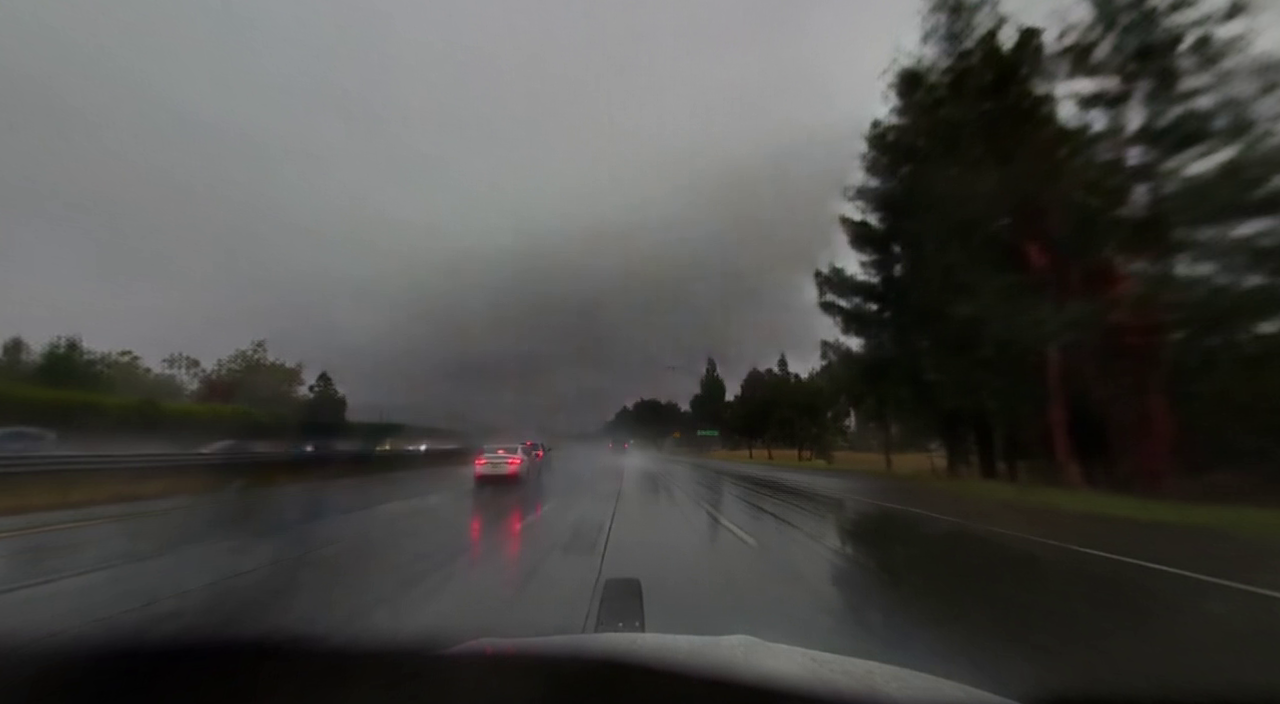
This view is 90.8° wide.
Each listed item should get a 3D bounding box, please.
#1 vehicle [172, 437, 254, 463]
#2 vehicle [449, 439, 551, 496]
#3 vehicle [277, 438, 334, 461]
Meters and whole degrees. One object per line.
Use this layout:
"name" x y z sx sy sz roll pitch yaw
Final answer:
"vehicle" -29.440 6.764 43.779 2.245 1.692 4.979 0 -9 -1
"vehicle" -4.112 3.460 19.361 2.073 1.516 4.478 0 -9 0
"vehicle" -25.514 7.446 48.362 1.902 1.663 4.507 0 -9 -1
